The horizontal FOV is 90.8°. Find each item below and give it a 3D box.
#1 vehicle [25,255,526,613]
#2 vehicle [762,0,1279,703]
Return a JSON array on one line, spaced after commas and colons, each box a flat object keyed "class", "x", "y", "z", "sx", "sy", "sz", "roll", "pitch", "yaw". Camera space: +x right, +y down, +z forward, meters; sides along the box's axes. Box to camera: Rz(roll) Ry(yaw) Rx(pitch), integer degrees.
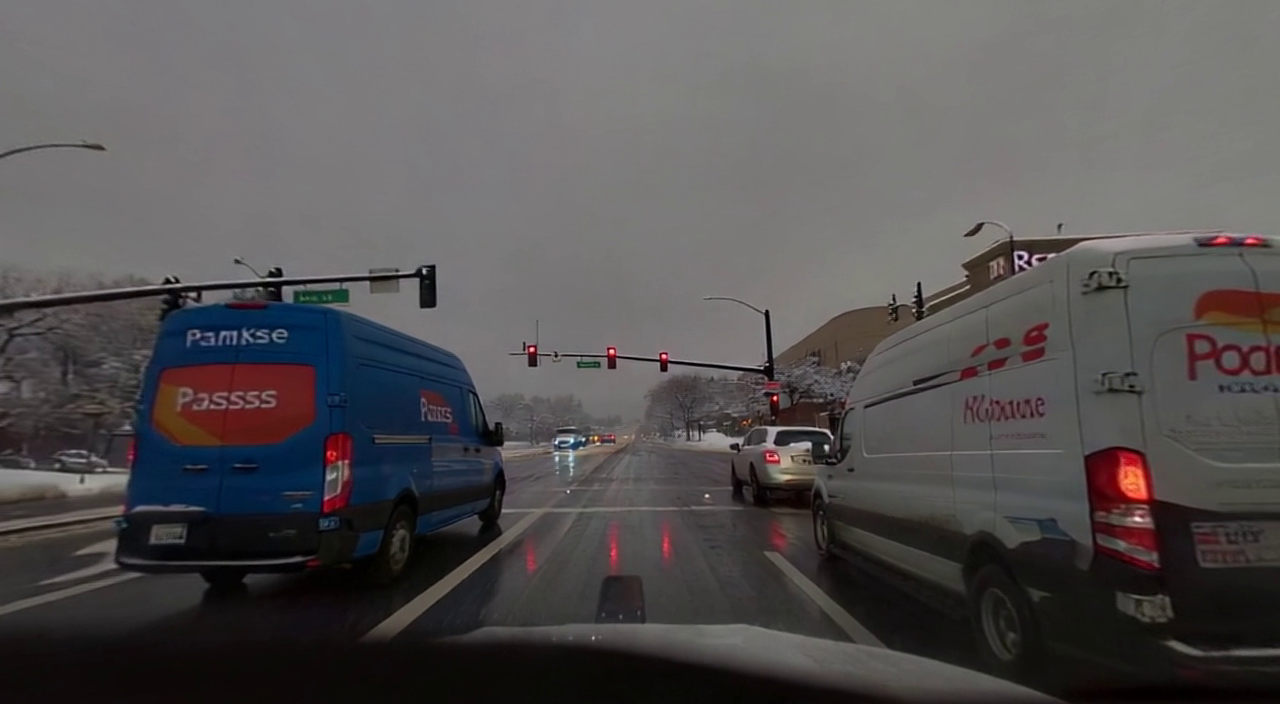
[{"class": "vehicle", "x": -3.384, "y": 1.079, "z": 8.191, "sx": 2.443, "sy": 2.784, "sz": 6.493, "roll": 0, "pitch": -9, "yaw": 1}, {"class": "vehicle", "x": 3.156, "y": -0.095, "z": 3.549, "sx": 2.861, "sy": 3.525, "sz": 9.858, "roll": 0, "pitch": -9, "yaw": -1}]
